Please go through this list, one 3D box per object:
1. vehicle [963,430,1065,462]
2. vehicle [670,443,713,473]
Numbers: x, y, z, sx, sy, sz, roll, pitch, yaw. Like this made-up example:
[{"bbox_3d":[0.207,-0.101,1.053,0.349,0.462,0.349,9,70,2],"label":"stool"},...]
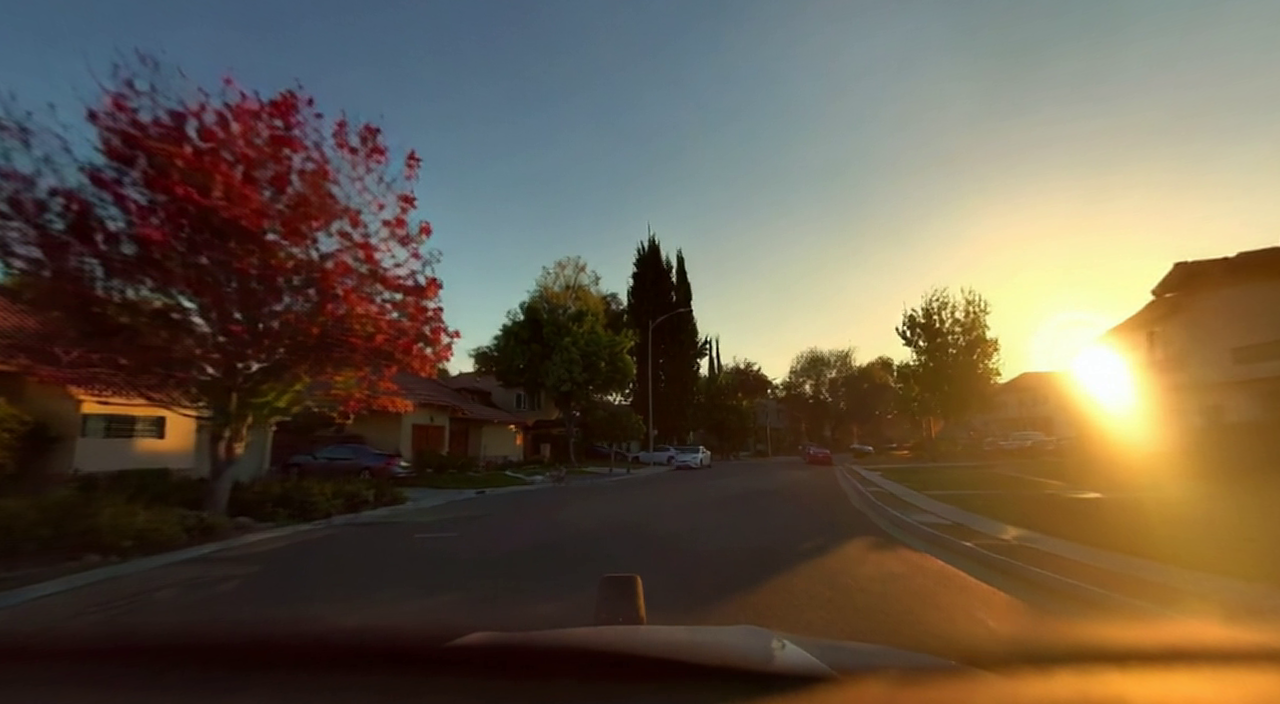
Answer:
[{"bbox_3d":[20.767,5.220,35.203,4.384,1.688,1.956,0,-9,0],"label":"vehicle"},{"bbox_3d":[3.697,7.395,44.335,2.215,1.859,4.765,-1,-8,15],"label":"vehicle"}]
